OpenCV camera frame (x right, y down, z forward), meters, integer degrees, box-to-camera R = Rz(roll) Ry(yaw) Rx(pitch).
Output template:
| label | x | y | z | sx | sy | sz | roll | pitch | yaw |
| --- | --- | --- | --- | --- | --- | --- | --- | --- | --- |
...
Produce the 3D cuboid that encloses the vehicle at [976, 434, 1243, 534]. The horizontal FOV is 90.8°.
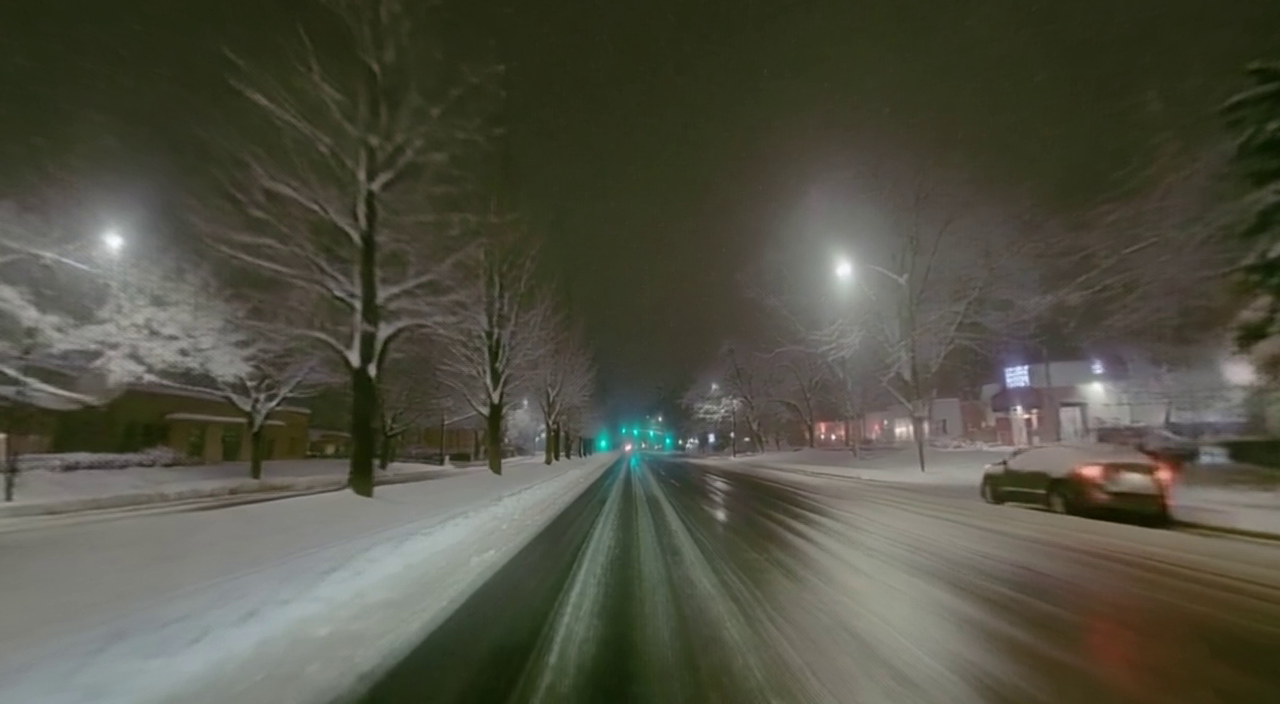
| label | x | y | z | sx | sy | sz | roll | pitch | yaw |
| --- | --- | --- | --- | --- | --- | --- | --- | --- | --- |
| vehicle | 9.659 | 2.718 | 13.672 | 2.159 | 1.767 | 4.617 | 0 | -9 | -1 |
